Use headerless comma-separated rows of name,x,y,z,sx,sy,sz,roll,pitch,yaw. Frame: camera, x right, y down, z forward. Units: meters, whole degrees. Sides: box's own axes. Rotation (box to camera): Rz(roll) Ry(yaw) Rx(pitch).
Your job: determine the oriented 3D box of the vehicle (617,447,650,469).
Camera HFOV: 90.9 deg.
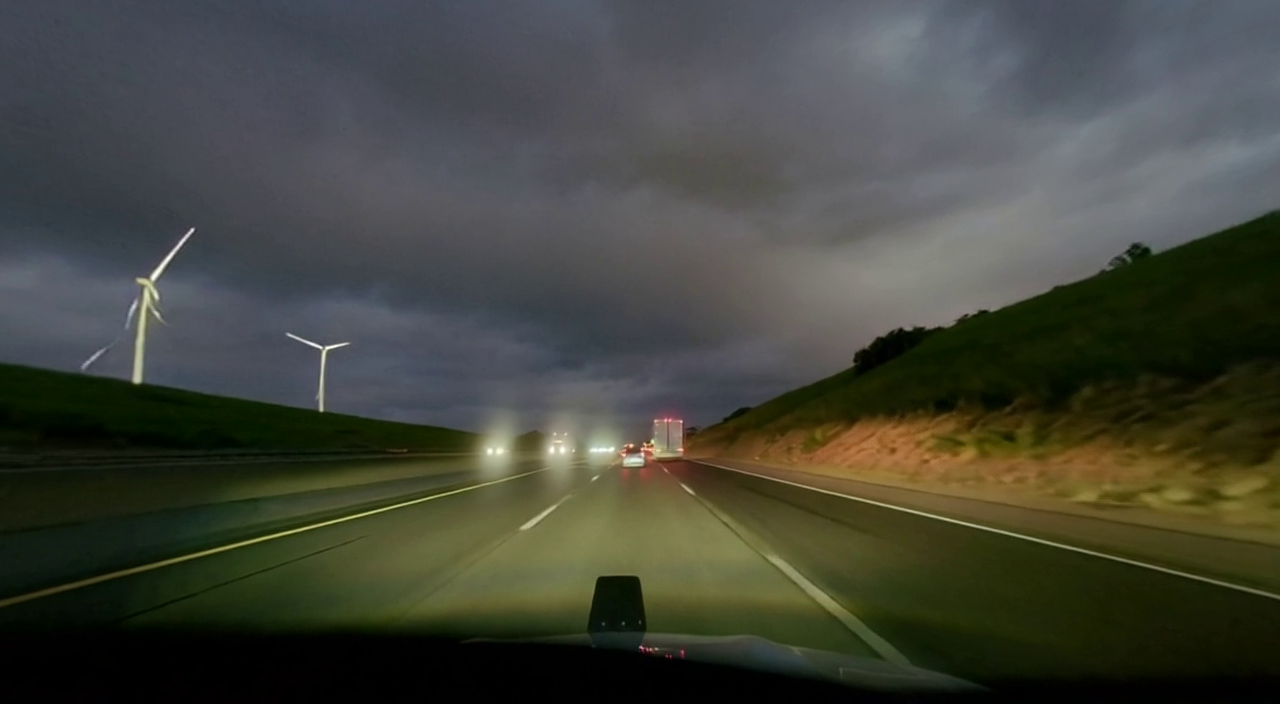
vehicle,-0.453,7.465,44.589,2.209,1.453,3.695,0,-9,0
